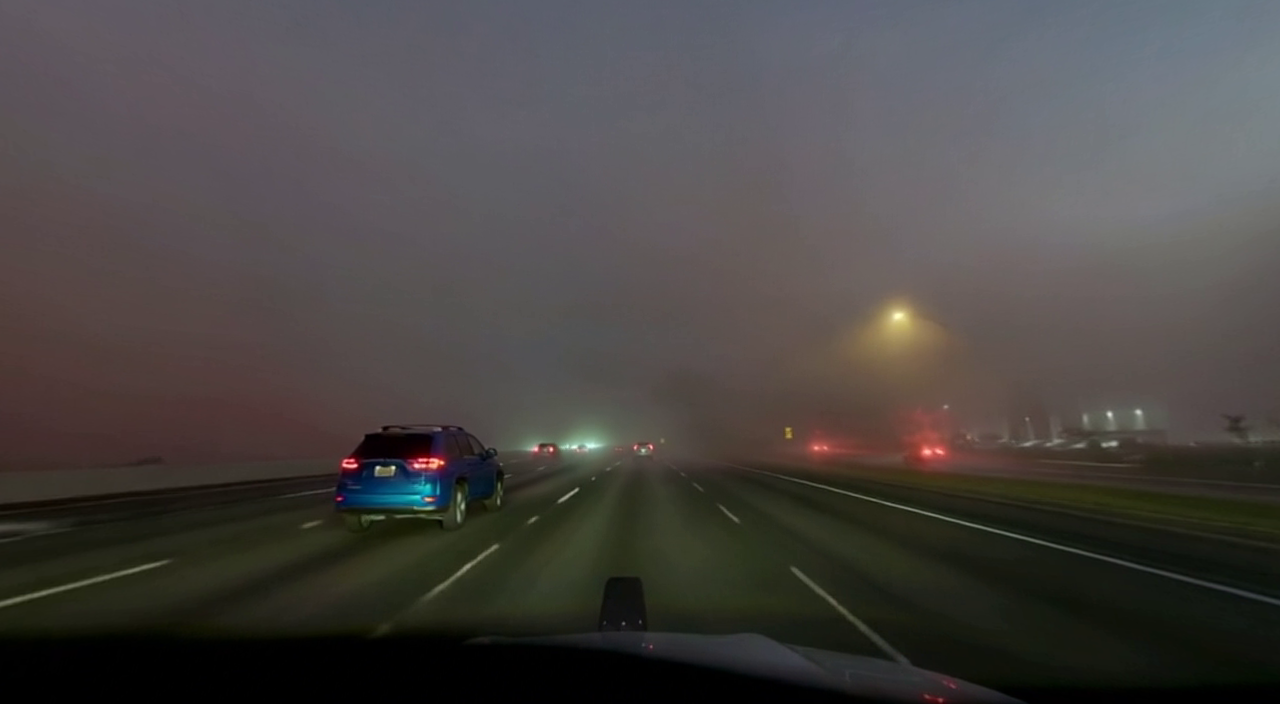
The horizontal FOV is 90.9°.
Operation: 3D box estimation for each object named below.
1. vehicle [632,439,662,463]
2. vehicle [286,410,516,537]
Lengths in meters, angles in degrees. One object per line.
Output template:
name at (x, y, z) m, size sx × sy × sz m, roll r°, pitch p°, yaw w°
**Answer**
vehicle at (0.445, 7.011, 44.878) m, size 2.023 × 1.589 × 4.030 m, roll 0°, pitch -8°, yaw 0°
vehicle at (-3.785, 2.025, 11.087) m, size 2.214 × 1.759 × 4.435 m, roll -1°, pitch -8°, yaw 1°
